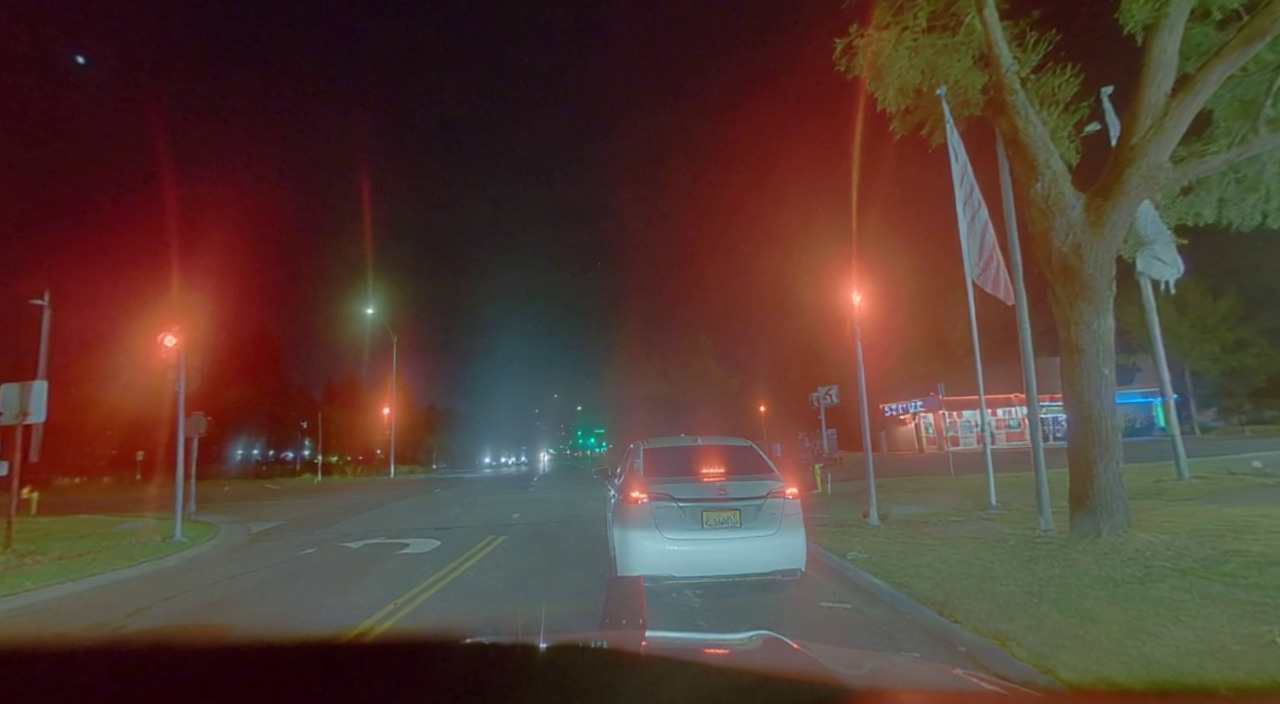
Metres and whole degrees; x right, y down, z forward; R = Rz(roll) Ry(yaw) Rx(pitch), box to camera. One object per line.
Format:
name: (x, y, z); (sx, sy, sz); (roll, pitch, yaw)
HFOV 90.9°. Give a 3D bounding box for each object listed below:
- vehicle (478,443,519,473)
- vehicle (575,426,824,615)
vehicle: (-10.007, 7.513, 44.878); (2.212, 1.948, 4.537); (0, -9, -6)
vehicle: (0.383, 1.619, 6.892); (1.985, 1.463, 3.647); (0, -9, -3)
